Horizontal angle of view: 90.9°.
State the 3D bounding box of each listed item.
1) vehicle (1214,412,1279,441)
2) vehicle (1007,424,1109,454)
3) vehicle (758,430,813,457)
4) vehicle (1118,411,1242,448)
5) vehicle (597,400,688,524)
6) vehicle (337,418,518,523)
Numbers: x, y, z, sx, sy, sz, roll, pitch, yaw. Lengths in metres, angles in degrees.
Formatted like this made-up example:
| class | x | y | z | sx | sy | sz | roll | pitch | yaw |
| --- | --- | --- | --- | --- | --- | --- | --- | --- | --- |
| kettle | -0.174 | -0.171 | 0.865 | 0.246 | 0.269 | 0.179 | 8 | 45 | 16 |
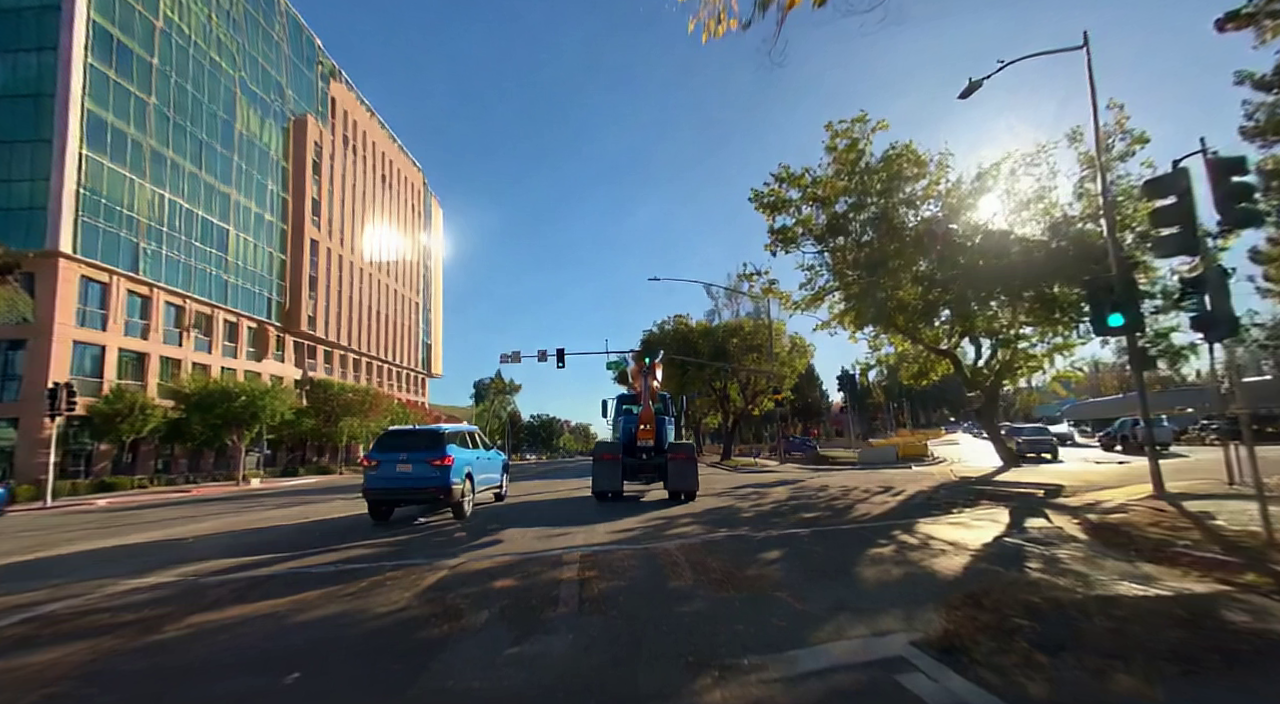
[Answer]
| class | x | y | z | sx | sy | sz | roll | pitch | yaw |
| --- | --- | --- | --- | --- | --- | --- | --- | --- | --- |
| vehicle | 39.559 | 4.796 | 40.279 | 4.363 | 1.741 | 1.914 | 2 | -9 | -11 |
| vehicle | 21.128 | 4.455 | 32.093 | 1.767 | 1.440 | 4.261 | 1 | -9 | -10 |
| vehicle | 10.464 | 6.613 | 45.758 | 2.186 | 1.783 | 4.716 | 0 | -8 | -10 |
| vehicle | 28.413 | 4.117 | 33.271 | 4.772 | 1.868 | 2.053 | 1 | -8 | -5 |
| vehicle | 0.107 | 3.884 | 23.389 | 2.552 | 3.461 | 11.044 | -1 | -8 | 0 |
| vehicle | -3.872 | 2.255 | 12.431 | 2.081 | 1.688 | 4.235 | 0 | -9 | 0 |
